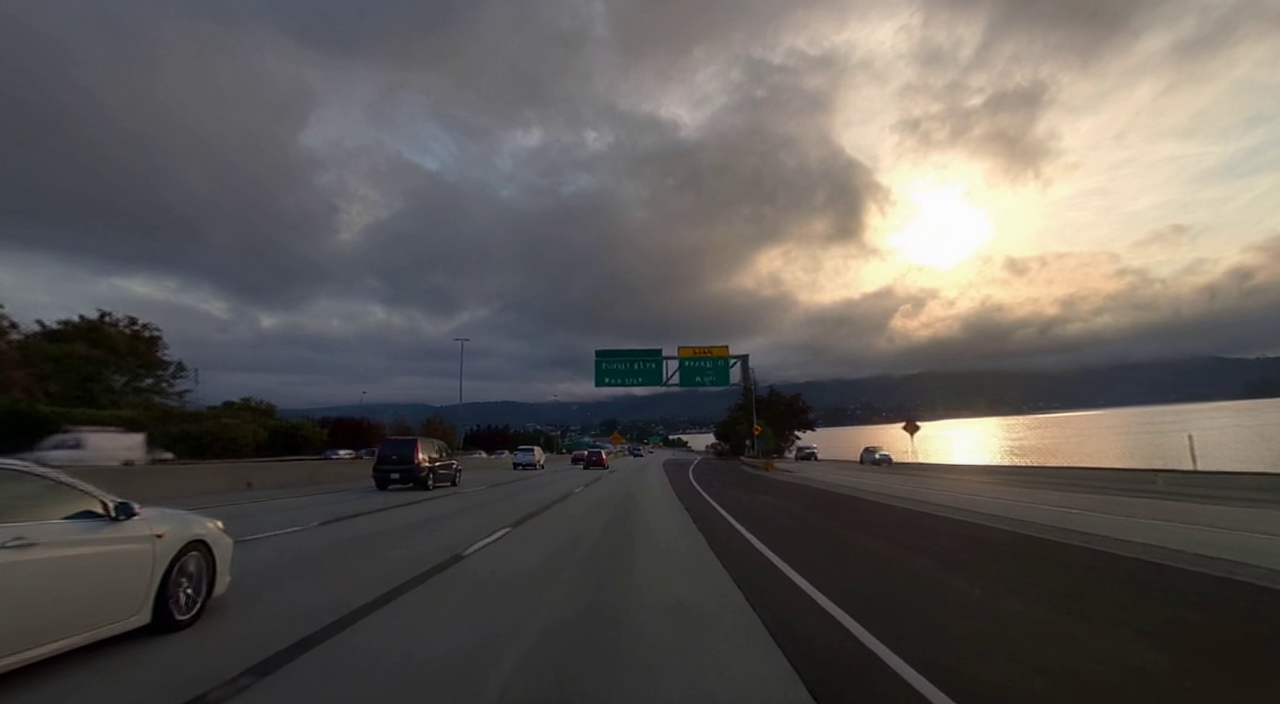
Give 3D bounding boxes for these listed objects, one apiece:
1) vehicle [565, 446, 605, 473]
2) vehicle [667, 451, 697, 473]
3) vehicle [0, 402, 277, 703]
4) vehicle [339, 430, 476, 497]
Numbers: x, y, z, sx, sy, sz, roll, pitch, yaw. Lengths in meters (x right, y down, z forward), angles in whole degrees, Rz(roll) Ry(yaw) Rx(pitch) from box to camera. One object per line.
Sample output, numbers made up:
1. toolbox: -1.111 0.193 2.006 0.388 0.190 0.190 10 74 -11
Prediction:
1. vehicle: -3.602 7.133 42.040 2.132 1.708 4.571 0 -9 1
2. vehicle: 3.114 8.225 47.350 2.153 1.510 4.646 0 -9 3
3. vehicle: -4.086 1.001 2.923 2.027 1.547 4.511 0 -9 1
4. vehicle: -7.433 3.630 20.974 2.250 1.870 5.647 0 -9 2
